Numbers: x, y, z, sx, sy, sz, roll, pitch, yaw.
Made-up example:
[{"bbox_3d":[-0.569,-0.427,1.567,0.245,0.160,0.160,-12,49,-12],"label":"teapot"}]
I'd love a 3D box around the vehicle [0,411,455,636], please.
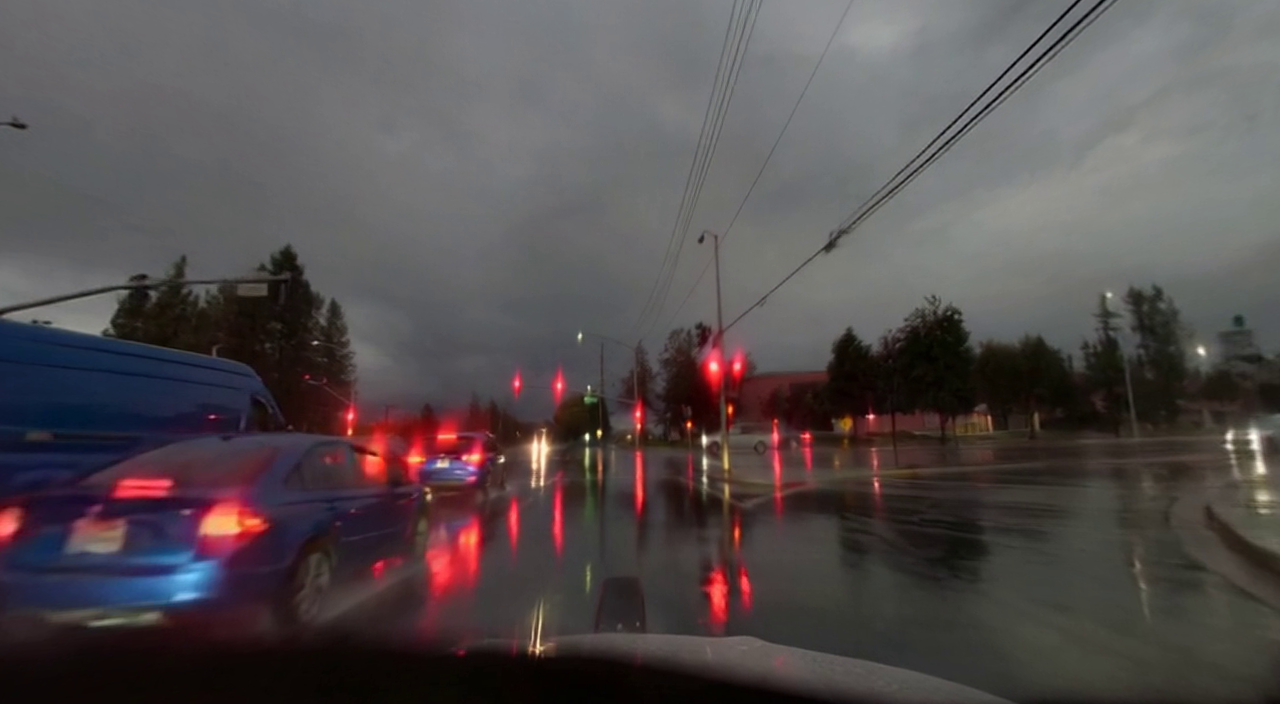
[{"bbox_3d":[-3.581,1.499,6.556,2.019,1.485,4.565,0,-9,-1],"label":"vehicle"}]

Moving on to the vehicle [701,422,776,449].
[{"bbox_3d":[6.604,5.642,42.321,4.884,1.714,2.021,-1,-9,9],"label":"vehicle"}]

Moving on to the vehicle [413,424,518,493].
[{"bbox_3d":[-4.415,2.767,16.521,1.815,1.569,3.940,1,-9,-3],"label":"vehicle"}]
